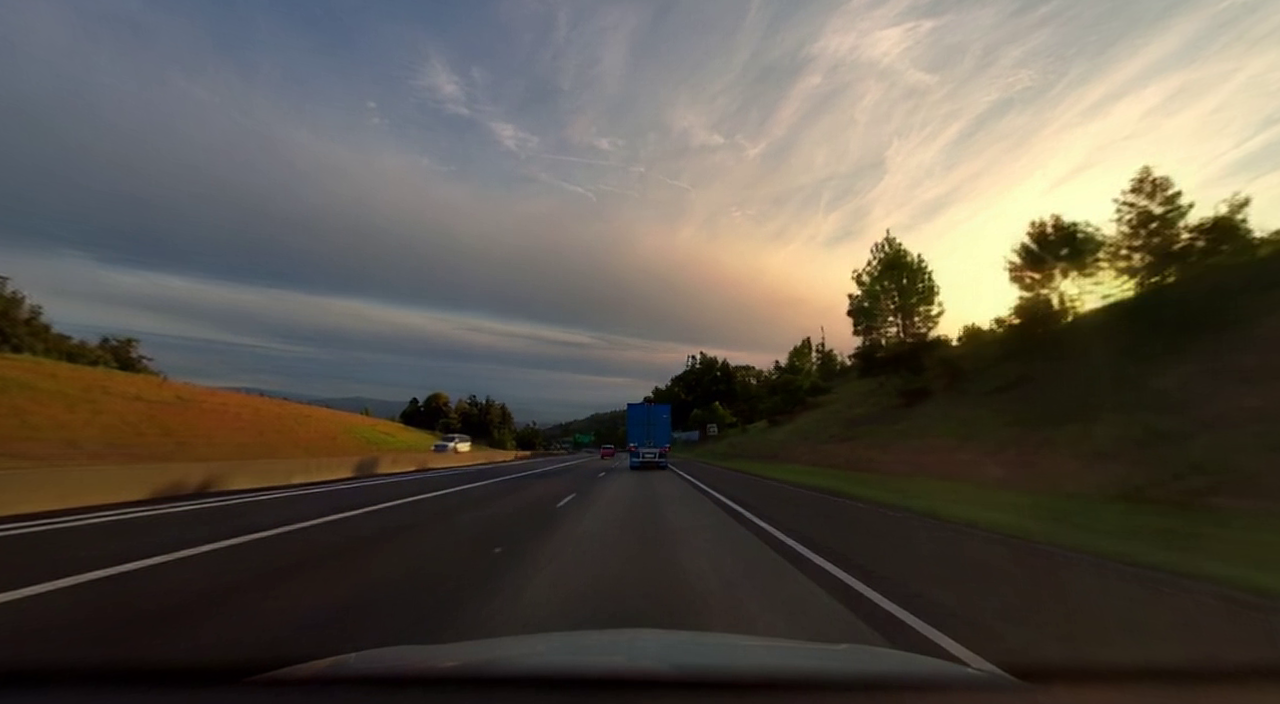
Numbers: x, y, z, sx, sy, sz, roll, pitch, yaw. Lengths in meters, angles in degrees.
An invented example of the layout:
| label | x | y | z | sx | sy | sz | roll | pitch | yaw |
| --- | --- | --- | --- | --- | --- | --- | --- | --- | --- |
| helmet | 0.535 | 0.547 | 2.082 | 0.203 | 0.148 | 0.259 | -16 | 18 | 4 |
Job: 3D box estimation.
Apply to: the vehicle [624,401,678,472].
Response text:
| label | x | y | z | sx | sy | sz | roll | pitch | yaw |
| --- | --- | --- | --- | --- | --- | --- | --- | --- | --- |
| vehicle | 0.502 | 5.701 | 41.723 | 3.055 | 4.009 | 10.972 | 0 | -9 | -2 |
